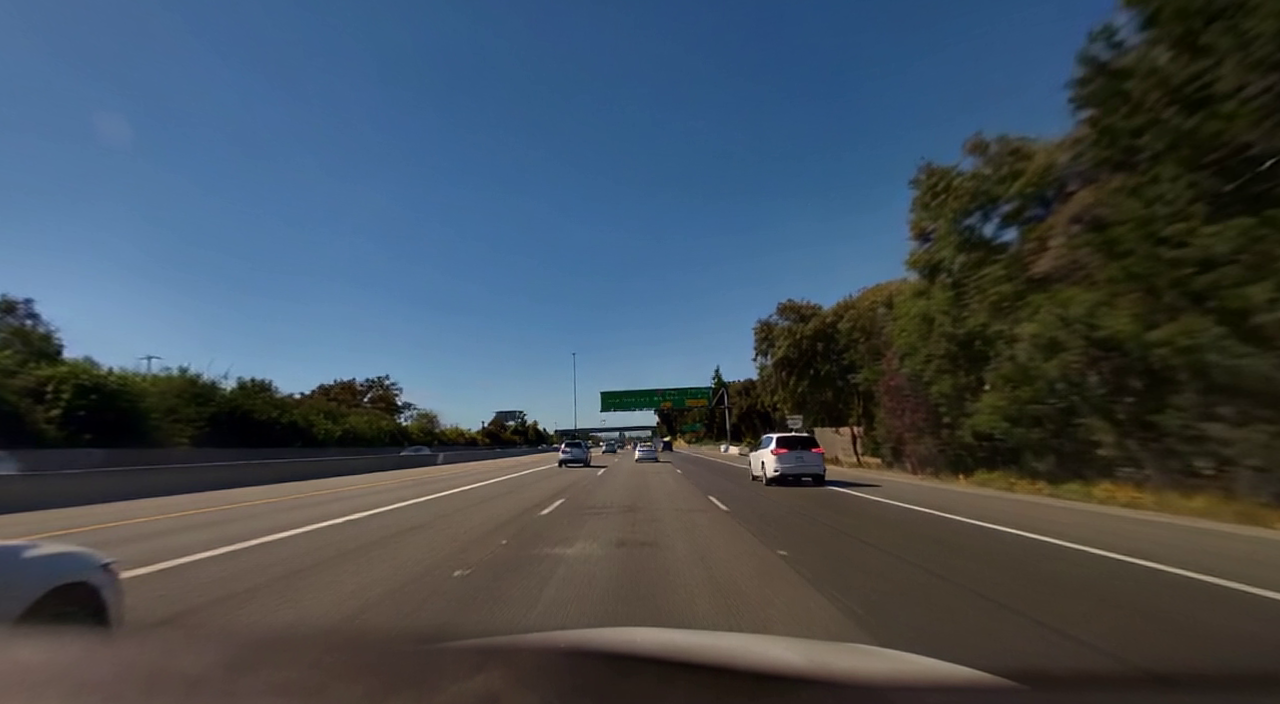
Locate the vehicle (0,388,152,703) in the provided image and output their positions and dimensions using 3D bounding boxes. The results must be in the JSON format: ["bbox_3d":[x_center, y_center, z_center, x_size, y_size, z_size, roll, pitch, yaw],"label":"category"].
[{"bbox_3d":[-3.519,0.701,0.851,2.066,1.561,4.495,0,-8,0],"label":"vehicle"}]

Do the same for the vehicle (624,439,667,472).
[{"bbox_3d":[0.276,5.226,31.957,2.049,1.542,3.816,0,-8,1],"label":"vehicle"}]

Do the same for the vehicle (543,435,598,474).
[{"bbox_3d":[-3.184,4.813,29.650,2.044,1.682,4.201,0,-8,1],"label":"vehicle"}]

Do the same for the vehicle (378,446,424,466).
[{"bbox_3d":[-18.880,8.222,49.762,1.932,1.451,4.081,-1,-8,2],"label":"vehicle"}]

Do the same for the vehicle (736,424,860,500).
[{"bbox_3d":[3.954,2.840,16.561,2.025,1.707,4.279,0,-8,-2],"label":"vehicle"}]
